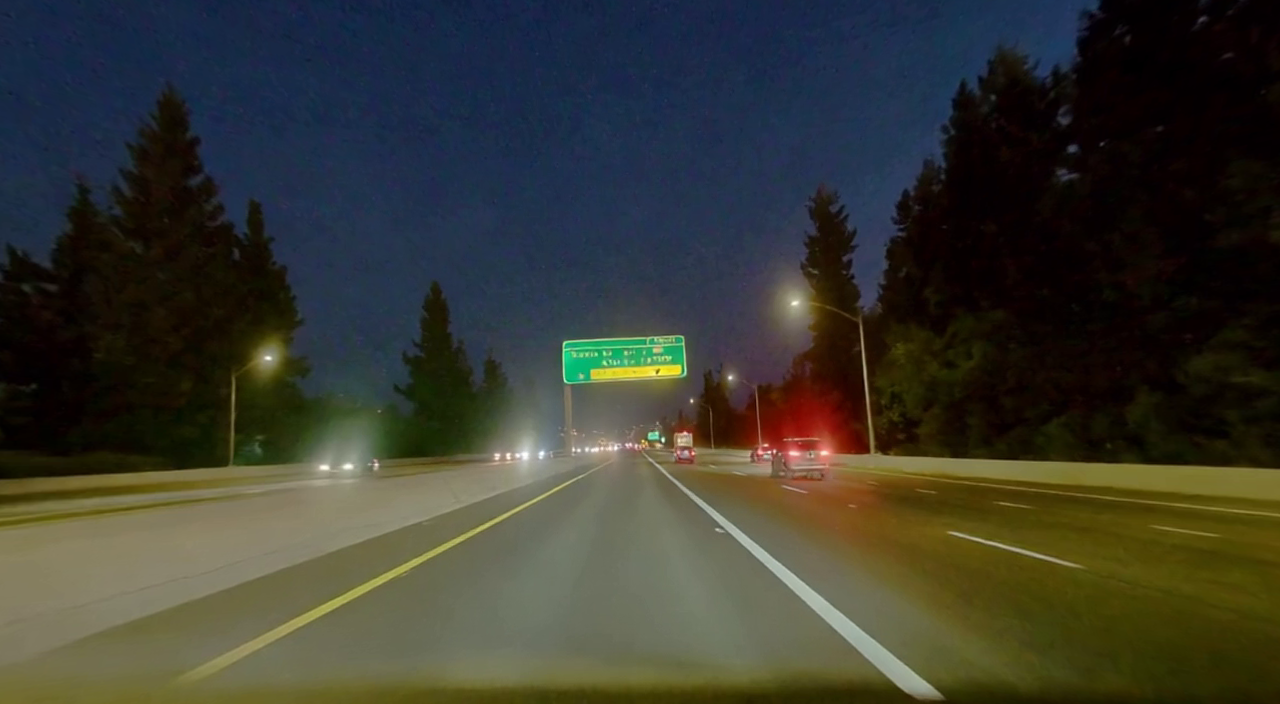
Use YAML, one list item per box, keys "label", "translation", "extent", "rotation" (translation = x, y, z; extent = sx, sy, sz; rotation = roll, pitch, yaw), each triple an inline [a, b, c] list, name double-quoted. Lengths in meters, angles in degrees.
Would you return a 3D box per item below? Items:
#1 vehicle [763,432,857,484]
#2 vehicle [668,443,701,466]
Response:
- label: "vehicle"
  translation: [6.671, 4.224, 25.547]
  extent: [2.244, 1.858, 5.414]
  rotation: [0, -9, -1]
- label: "vehicle"
  translation: [3.202, 7.518, 46.640]
  extent: [2.018, 1.600, 4.121]
  rotation: [0, -9, -2]
